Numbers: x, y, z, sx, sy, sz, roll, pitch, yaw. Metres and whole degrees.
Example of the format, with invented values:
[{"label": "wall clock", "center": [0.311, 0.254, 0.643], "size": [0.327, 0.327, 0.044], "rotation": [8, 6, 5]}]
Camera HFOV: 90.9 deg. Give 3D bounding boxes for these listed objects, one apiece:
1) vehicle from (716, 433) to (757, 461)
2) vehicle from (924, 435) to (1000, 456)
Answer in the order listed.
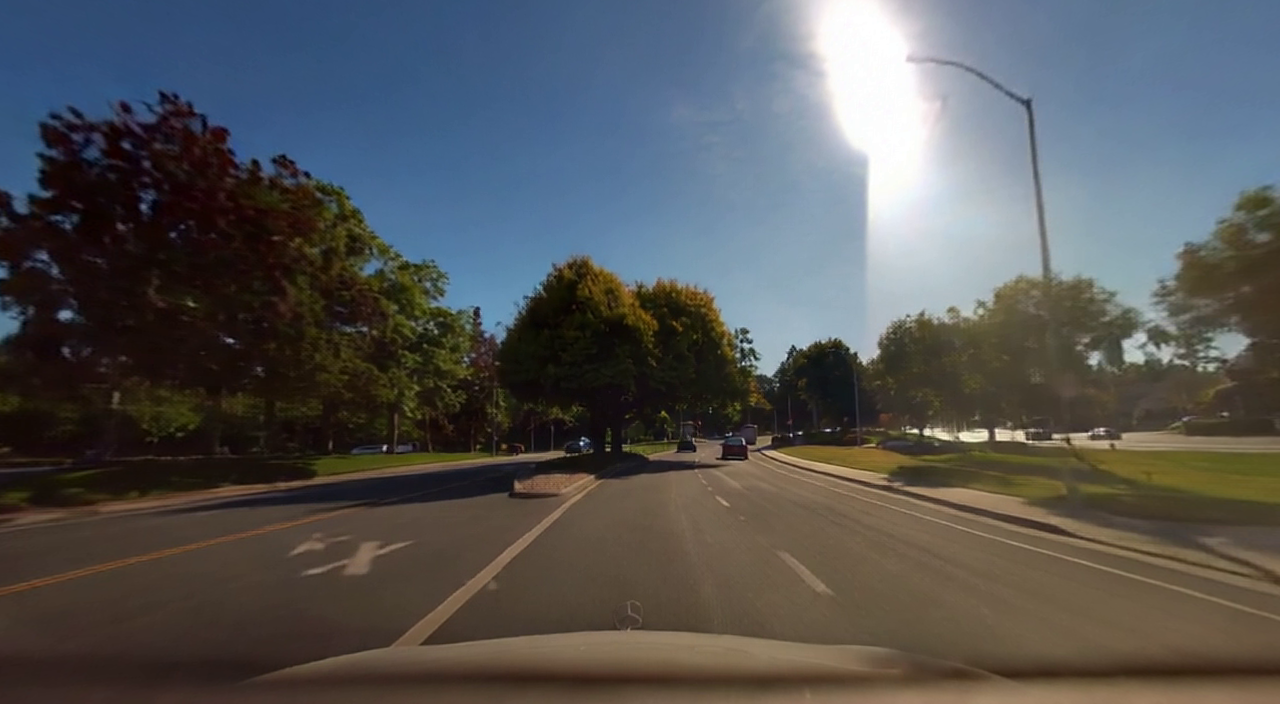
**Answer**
[{"label": "vehicle", "center": [5.595, 5.556, 36.967], "size": [1.989, 1.497, 4.436], "rotation": [-1, -8, 4]}, {"label": "vehicle", "center": [23.834, 6.937, 46.809], "size": [4.322, 1.467, 2.457], "rotation": [0, -8, 0]}]
